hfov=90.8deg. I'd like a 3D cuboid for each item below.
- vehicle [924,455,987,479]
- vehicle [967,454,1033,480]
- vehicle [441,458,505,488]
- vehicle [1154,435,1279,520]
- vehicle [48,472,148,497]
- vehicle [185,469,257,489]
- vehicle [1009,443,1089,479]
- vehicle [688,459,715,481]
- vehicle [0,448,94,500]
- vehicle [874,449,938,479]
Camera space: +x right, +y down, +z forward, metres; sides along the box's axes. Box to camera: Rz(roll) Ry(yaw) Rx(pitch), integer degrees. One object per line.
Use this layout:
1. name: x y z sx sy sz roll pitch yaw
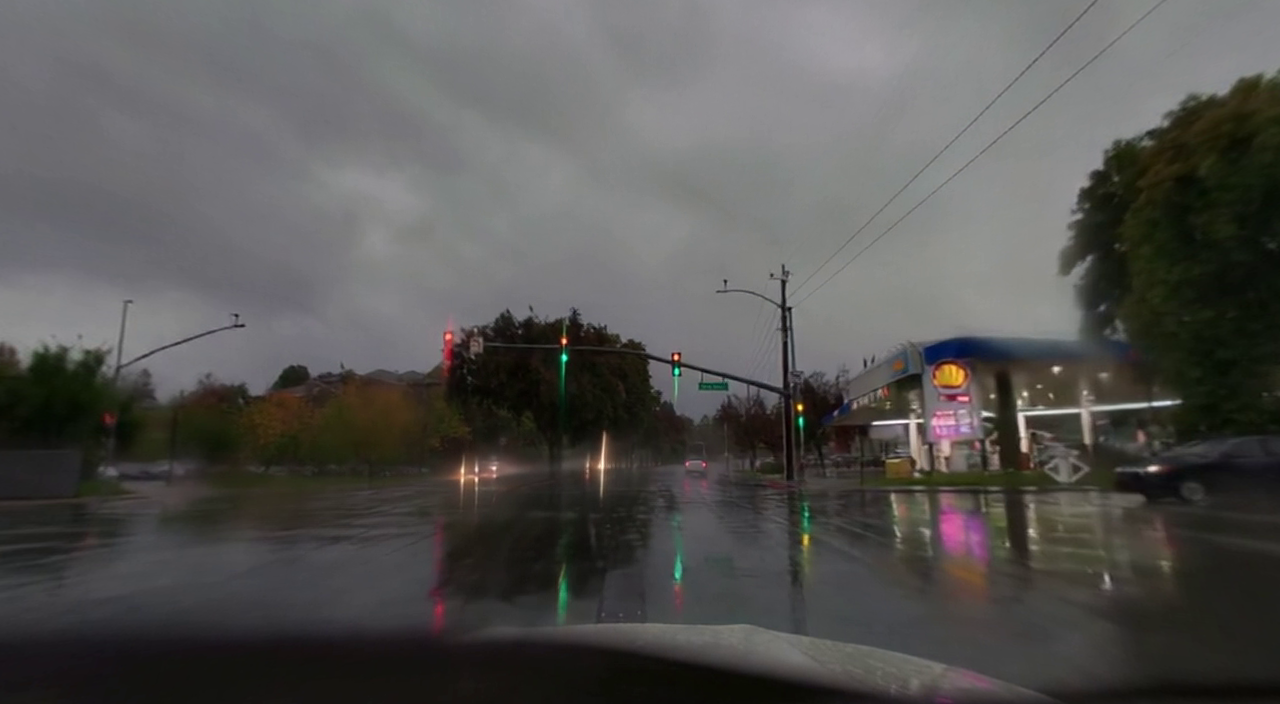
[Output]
1. vehicle: 20.126 7.322 40.237 4.553 1.371 2.019 9 -15 -42
2. vehicle: 21.948 6.945 38.433 4.329 1.461 1.873 7 -11 -38
3. vehicle: -9.112 6.632 34.904 2.023 1.498 4.605 -1 -9 3
4. vehicle: 13.264 2.391 12.329 4.605 1.497 2.061 0 -9 1
5. vehicle: -32.876 8.048 38.393 4.239 1.401 2.038 0 -9 2
6. vehicle: -32.596 9.871 49.196 4.233 1.434 1.961 -1 -9 4
7. vehicle: 23.332 6.160 35.954 4.920 1.864 2.027 6 -11 -36
8. vehicle: 4.639 8.936 48.103 1.908 1.492 3.977 -1 -9 3
9. vehicle: -33.218 6.349 33.158 6.708 2.544 2.452 0 -9 1
10. vehicle: 17.813 7.451 42.177 4.601 1.766 2.015 7 -14 -42
